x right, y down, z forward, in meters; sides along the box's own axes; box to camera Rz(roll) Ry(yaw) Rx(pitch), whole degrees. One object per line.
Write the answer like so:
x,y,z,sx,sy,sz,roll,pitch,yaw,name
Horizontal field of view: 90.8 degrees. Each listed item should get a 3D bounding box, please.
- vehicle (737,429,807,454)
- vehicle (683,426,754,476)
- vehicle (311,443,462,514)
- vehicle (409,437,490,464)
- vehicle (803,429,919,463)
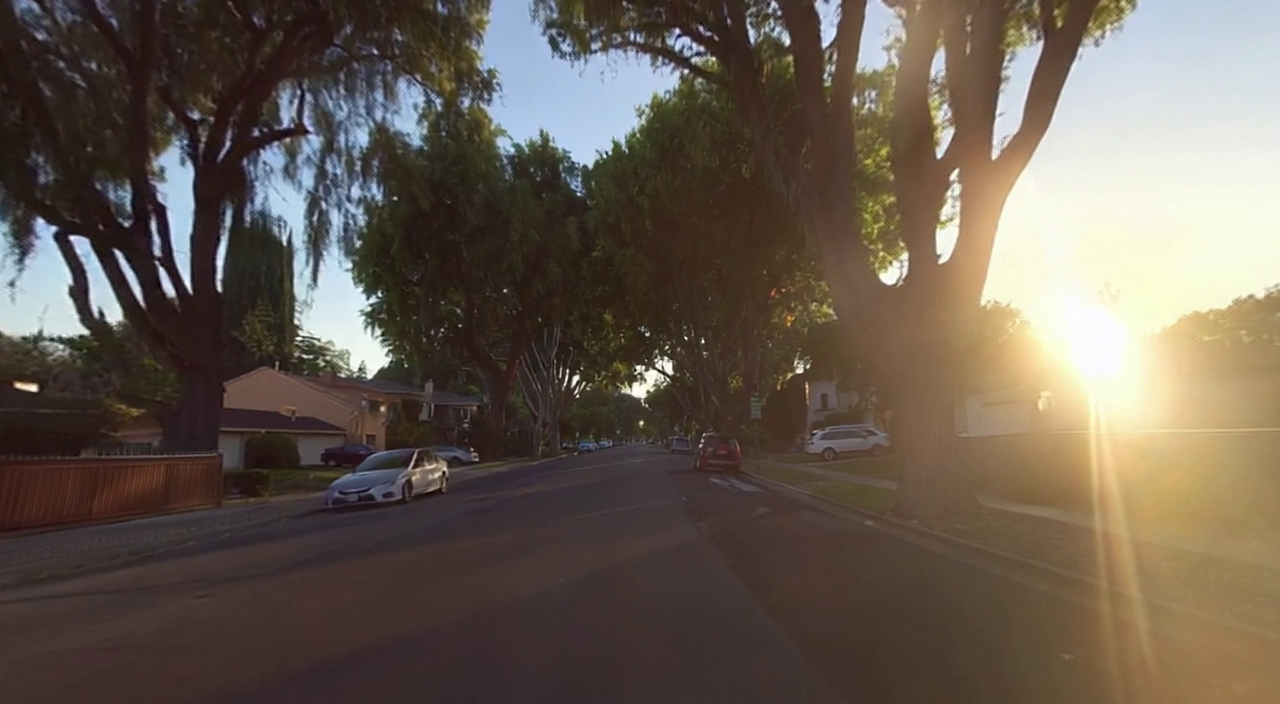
10.118,6.923,48.731,4.922,1.838,2.068,0,-8,1,vehicle
3.187,4.177,26.823,2.241,1.875,5.059,0,-8,-1,vehicle
-6.371,3.177,16.512,2.099,1.399,4.357,-4,-8,1,vehicle
-13.080,6.792,43.593,4.928,1.797,1.981,0,-8,1,vehicle
10.467,4.548,30.336,5.041,1.486,1.969,-3,-9,14,vehicle
